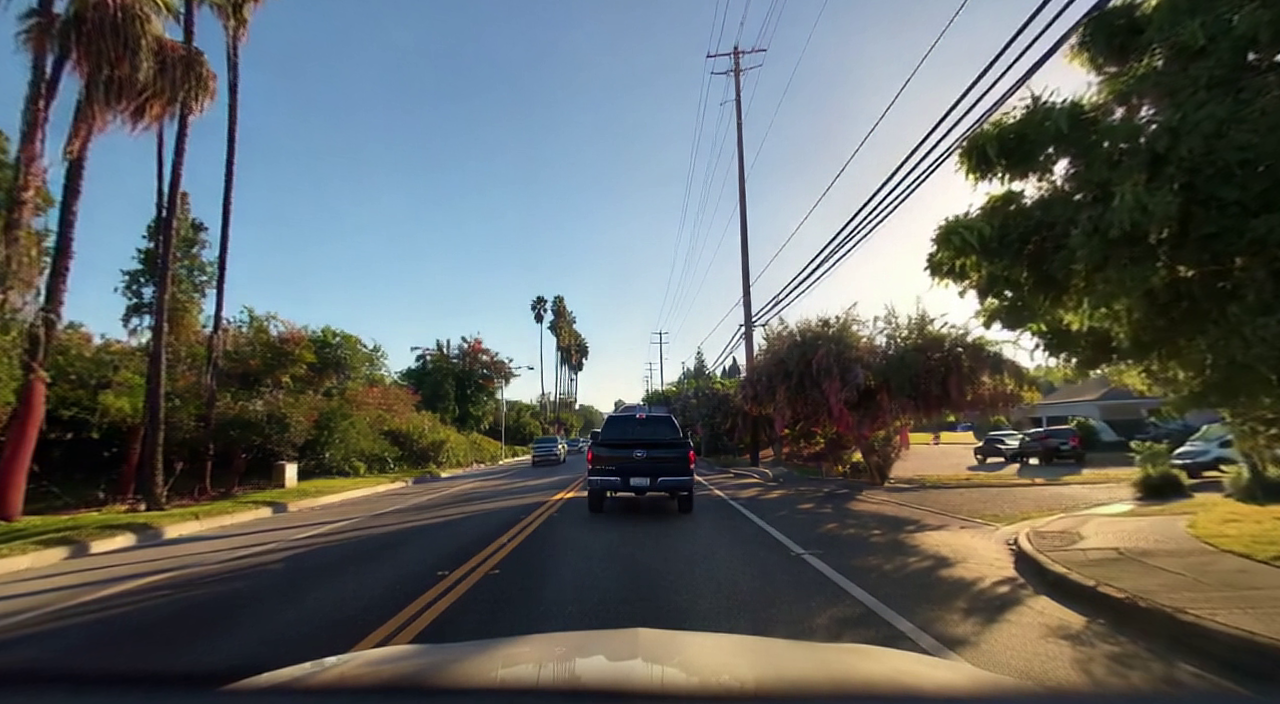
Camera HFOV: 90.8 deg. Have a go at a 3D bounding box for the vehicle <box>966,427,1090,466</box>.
[{"bbox_3d":[20.345,5.040,33.625,2.277,1.836,6.267,0,-9,-4],"label":"vehicle"}]

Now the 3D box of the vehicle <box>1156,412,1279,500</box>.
[{"bbox_3d":[16.090,2.630,16.293,2.338,1.917,6.076,-3,-9,20],"label":"vehicle"}]

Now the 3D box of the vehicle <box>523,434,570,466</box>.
[{"bbox_3d":[-5.601,5.955,38.459,2.223,1.776,4.614,0,-8,-1],"label":"vehicle"}]

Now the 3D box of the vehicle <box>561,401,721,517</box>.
[{"bbox_3d":[0.019,2.352,14.331,2.848,2.047,5.885,0,-8,0],"label":"vehicle"}]
